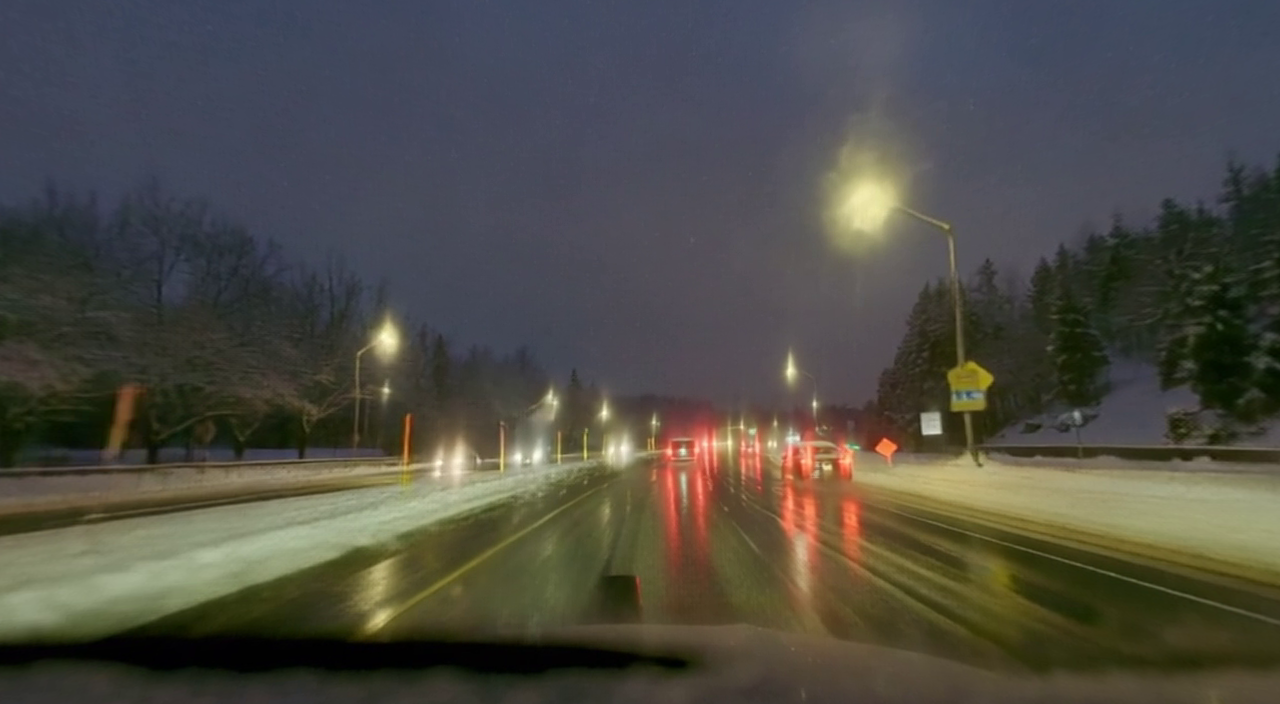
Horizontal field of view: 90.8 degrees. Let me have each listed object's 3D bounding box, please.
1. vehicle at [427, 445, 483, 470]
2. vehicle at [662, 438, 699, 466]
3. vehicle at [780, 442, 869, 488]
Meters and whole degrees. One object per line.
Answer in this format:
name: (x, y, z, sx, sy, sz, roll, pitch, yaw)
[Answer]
vehicle: (-13.158, 7.516, 45.244, 2.186, 1.628, 4.551, -1, -9, 6)
vehicle: (2.688, 6.468, 41.012, 2.201, 1.676, 4.541, -1, -9, 6)
vehicle: (6.427, 3.977, 22.527, 2.044, 1.474, 4.083, 0, -8, 2)
